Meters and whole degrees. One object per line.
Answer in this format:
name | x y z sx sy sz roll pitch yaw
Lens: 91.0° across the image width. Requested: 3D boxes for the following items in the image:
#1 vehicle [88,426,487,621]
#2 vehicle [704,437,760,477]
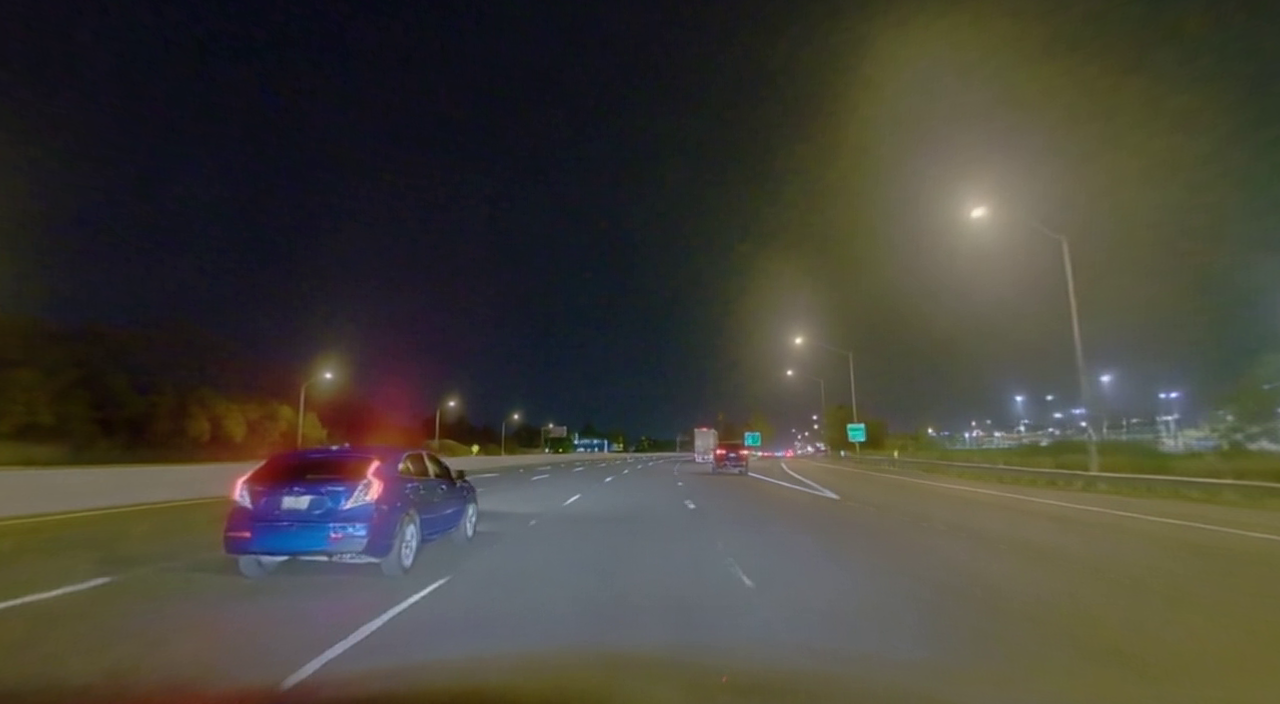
vehicle | -3.287 1.677 7.151 1.937 1.490 4.372 0 -9 1
vehicle | 4.487 5.204 31.431 2.225 1.833 4.340 0 -9 1
